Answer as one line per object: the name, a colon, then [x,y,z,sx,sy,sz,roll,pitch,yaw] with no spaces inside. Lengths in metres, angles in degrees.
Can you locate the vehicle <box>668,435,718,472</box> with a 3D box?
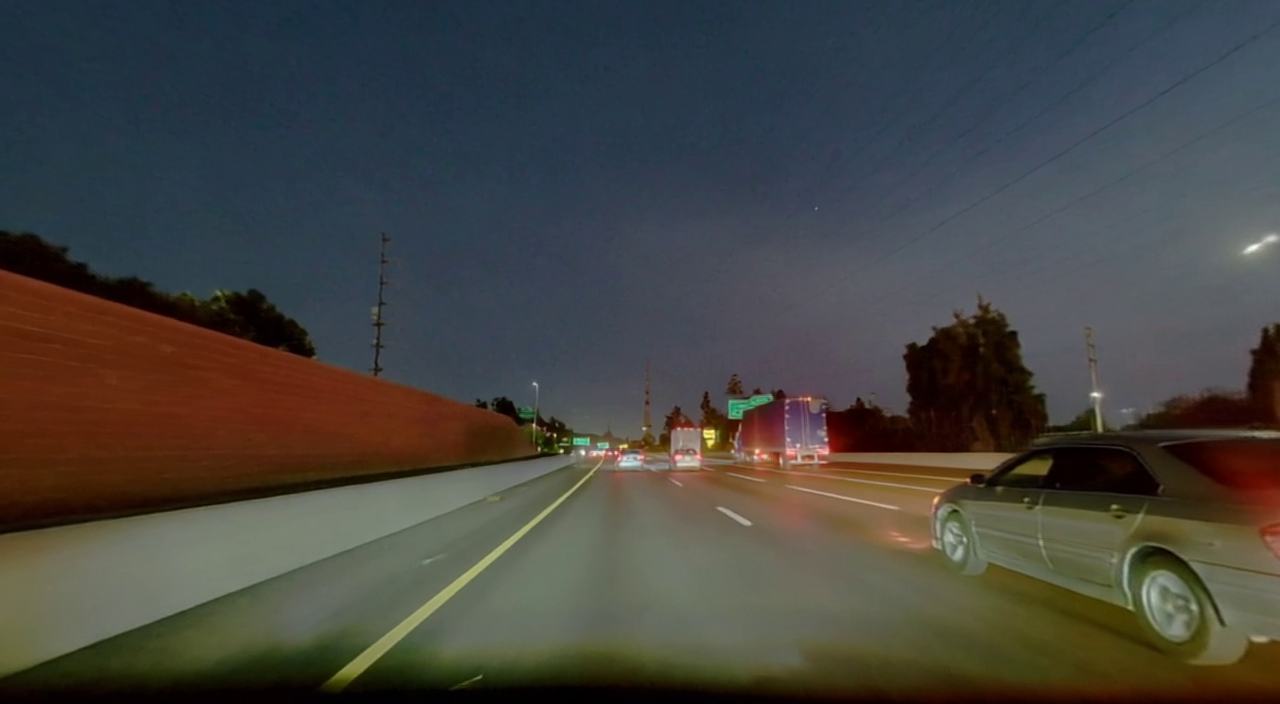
vehicle: [2.801,5.529,34.452,2.114,1.849,4.692,0,-9,-3]

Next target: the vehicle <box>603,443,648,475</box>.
vehicle: [-0.732,5.293,31.483,2.083,1.477,3.965,0,-9,-2]

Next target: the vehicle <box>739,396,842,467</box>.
vehicle: [9.986,5.785,44.653,2.914,4.134,15.553,0,-9,-2]

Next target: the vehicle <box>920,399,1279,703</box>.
vehicle: [3.439,1.056,3.357,1.922,1.465,4.165,0,-9,-1]
